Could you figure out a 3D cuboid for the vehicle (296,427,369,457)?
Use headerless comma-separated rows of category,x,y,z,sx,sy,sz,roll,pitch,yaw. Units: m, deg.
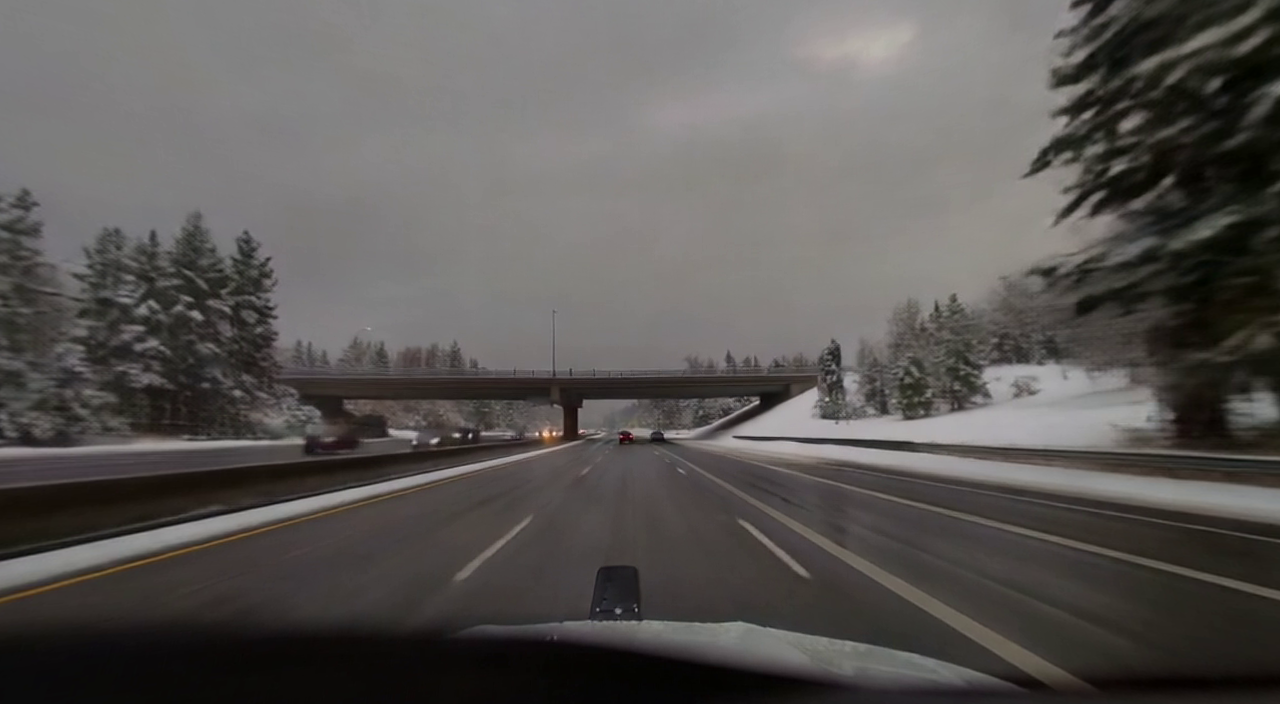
vehicle,-17.214,5.071,35.453,1.911,1.550,4.369,0,-8,-1

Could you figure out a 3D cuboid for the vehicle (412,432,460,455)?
vehicle,-13.475,6.040,41.767,1.807,1.435,4.133,0,-8,1
